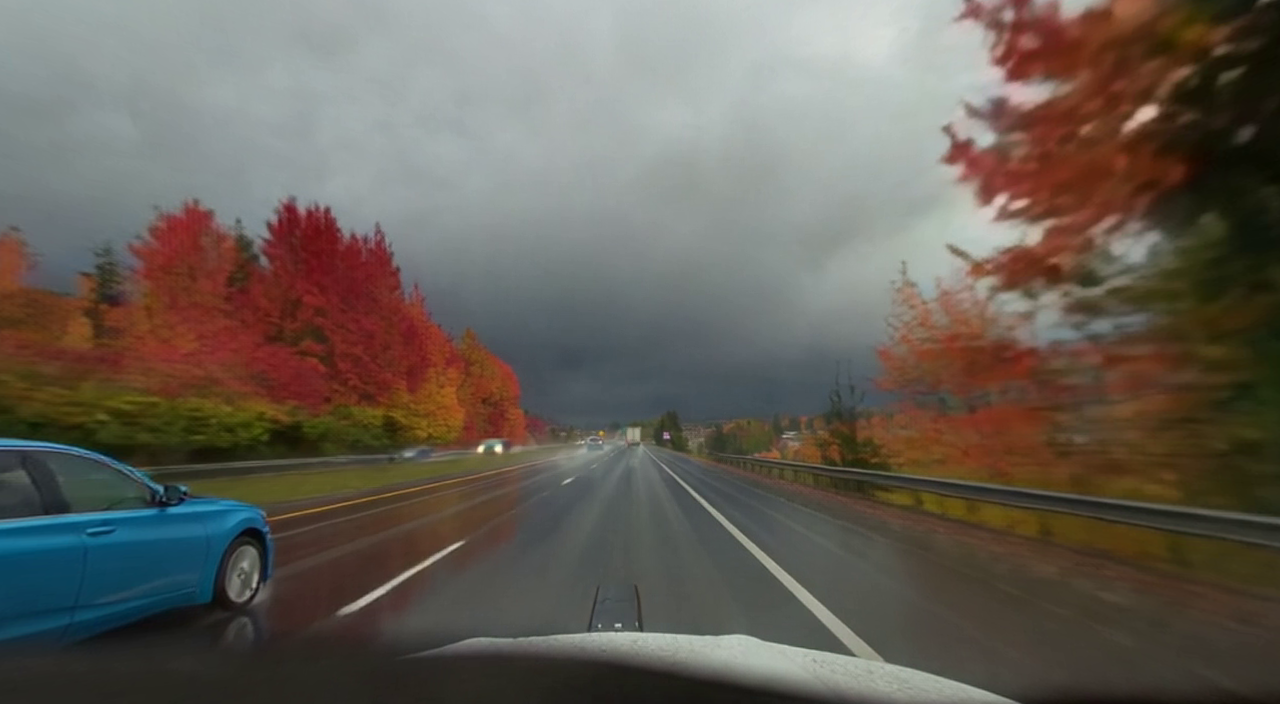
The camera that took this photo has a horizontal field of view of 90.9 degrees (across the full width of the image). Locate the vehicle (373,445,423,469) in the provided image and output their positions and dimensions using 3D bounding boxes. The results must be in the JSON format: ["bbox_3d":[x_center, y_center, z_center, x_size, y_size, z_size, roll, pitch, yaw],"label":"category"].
[{"bbox_3d":[-15.923,6.892,41.617,1.757,1.474,3.876,0,-8,0],"label":"vehicle"}]
